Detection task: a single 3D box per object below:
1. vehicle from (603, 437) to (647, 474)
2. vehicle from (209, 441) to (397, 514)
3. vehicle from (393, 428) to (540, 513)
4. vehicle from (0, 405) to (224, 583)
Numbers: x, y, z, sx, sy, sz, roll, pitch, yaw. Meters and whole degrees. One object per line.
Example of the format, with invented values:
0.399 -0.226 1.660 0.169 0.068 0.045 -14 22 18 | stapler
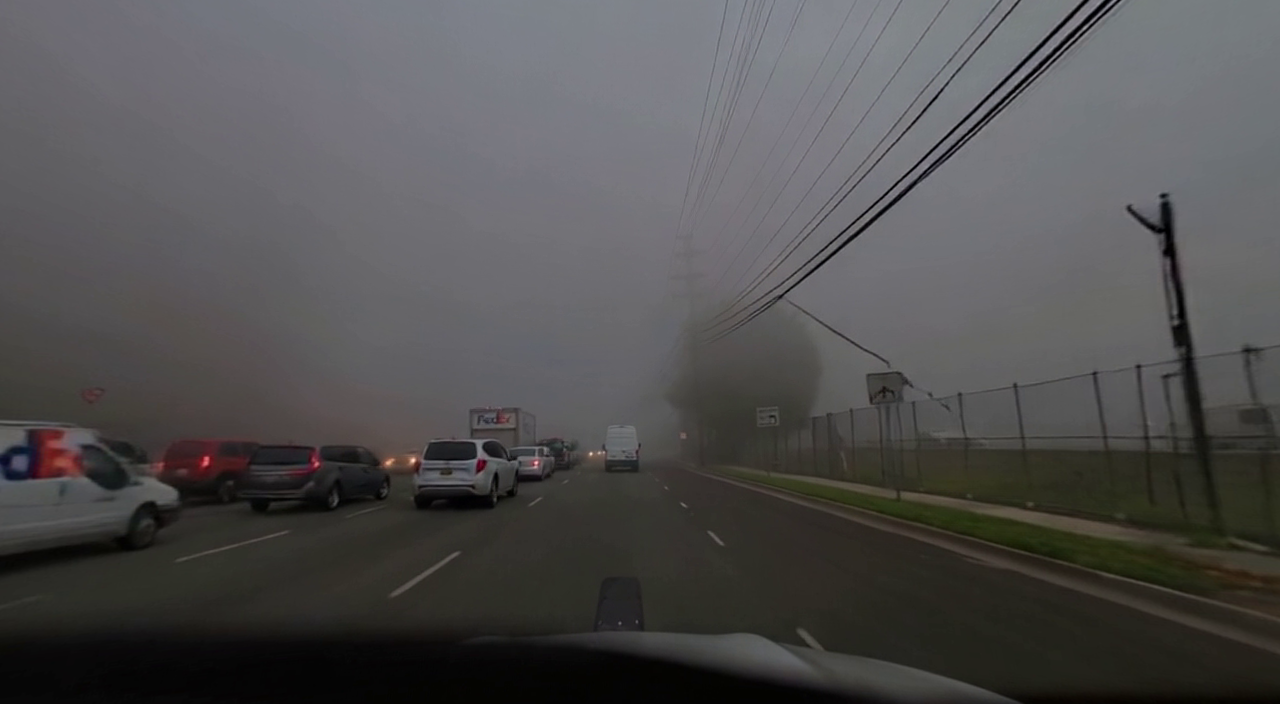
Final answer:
-0.752 5.138 31.485 2.055 1.671 4.147 0 -8 -2 | vehicle
-8.001 2.971 15.657 1.909 1.473 5.050 0 -8 0 | vehicle
-3.815 2.706 14.939 2.057 1.673 4.934 0 -8 0 | vehicle
-7.334 1.538 7.180 2.023 1.736 4.579 0 -8 0 | vehicle
